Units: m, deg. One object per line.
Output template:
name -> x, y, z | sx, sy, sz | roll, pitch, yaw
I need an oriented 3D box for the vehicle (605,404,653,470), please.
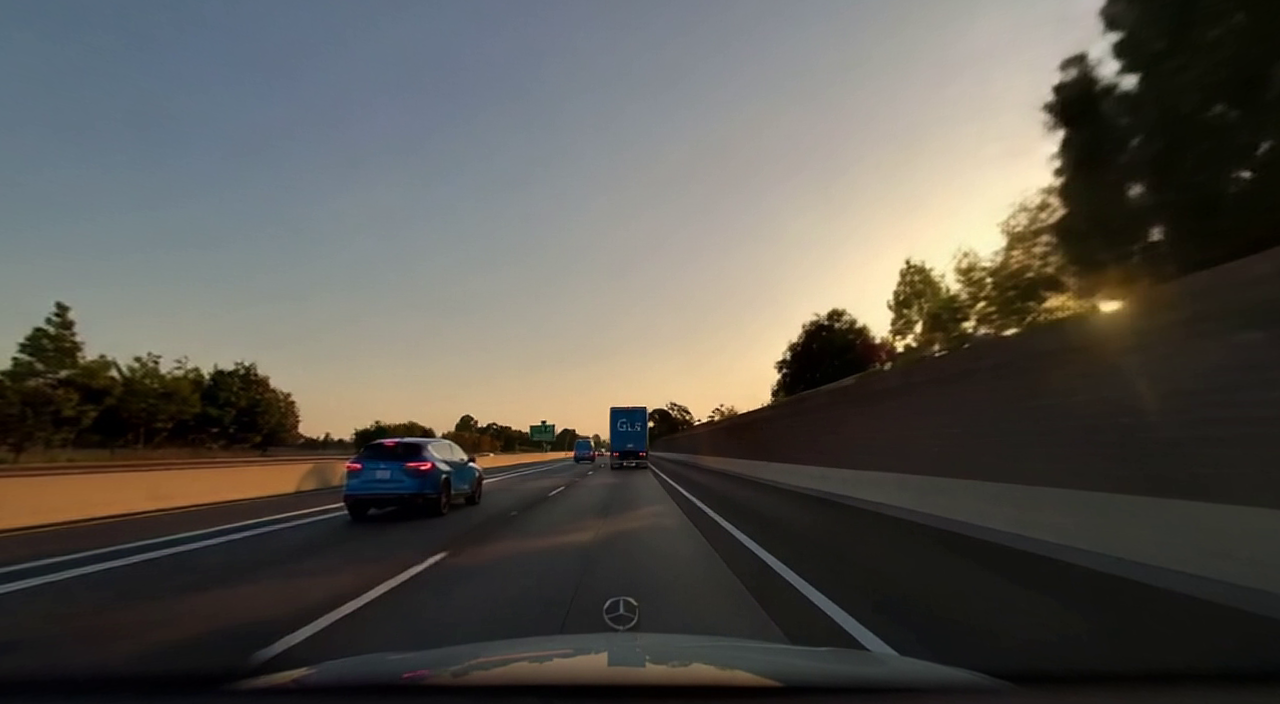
vehicle -> -0.725, 5.915, 43.296 | 2.923, 4.007, 9.760 | 0, -9, -1

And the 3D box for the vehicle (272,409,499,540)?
vehicle -> -4.386, 2.229, 12.023 | 2.226, 1.935, 5.130 | 0, -9, -1
